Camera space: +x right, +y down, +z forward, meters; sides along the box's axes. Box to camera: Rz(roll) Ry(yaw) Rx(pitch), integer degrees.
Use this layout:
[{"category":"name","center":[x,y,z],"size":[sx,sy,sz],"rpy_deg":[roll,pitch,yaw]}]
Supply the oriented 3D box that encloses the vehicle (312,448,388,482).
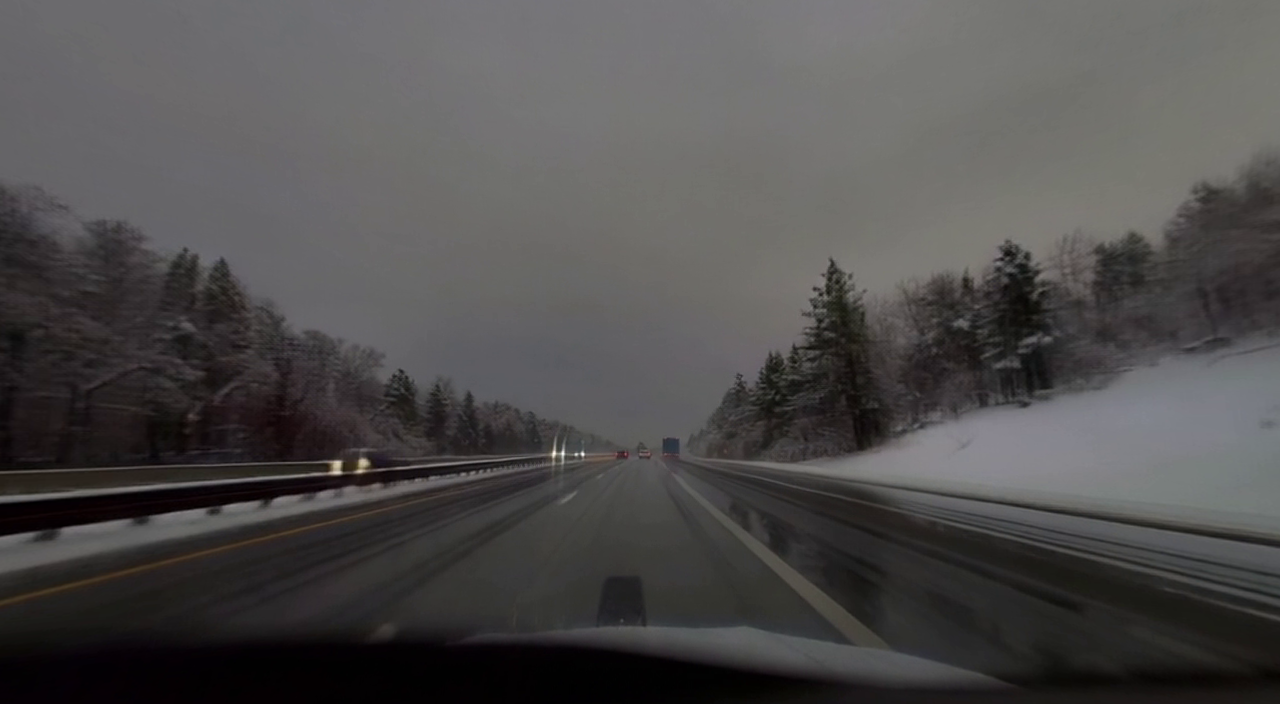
[{"category":"vehicle","center":[-15.283,5.943,33.489],"size":[1.895,1.656,4.361],"rpy_deg":[0,-9,1]}]
